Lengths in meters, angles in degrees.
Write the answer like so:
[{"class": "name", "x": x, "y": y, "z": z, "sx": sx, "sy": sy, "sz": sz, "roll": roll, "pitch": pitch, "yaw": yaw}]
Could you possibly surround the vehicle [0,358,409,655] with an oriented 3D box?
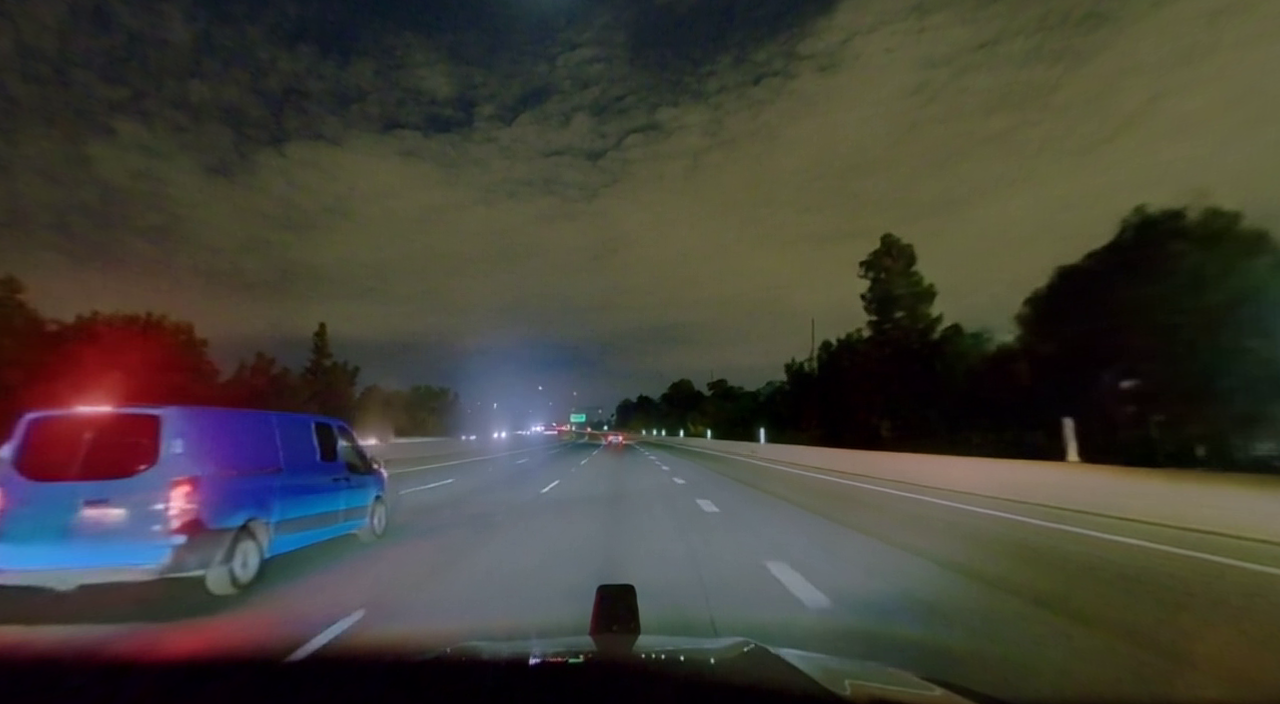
[{"class": "vehicle", "x": -4.255, "y": 1.254, "z": 6.308, "sx": 2.219, "sy": 1.827, "sz": 4.738, "roll": 0, "pitch": -8, "yaw": -2}]
